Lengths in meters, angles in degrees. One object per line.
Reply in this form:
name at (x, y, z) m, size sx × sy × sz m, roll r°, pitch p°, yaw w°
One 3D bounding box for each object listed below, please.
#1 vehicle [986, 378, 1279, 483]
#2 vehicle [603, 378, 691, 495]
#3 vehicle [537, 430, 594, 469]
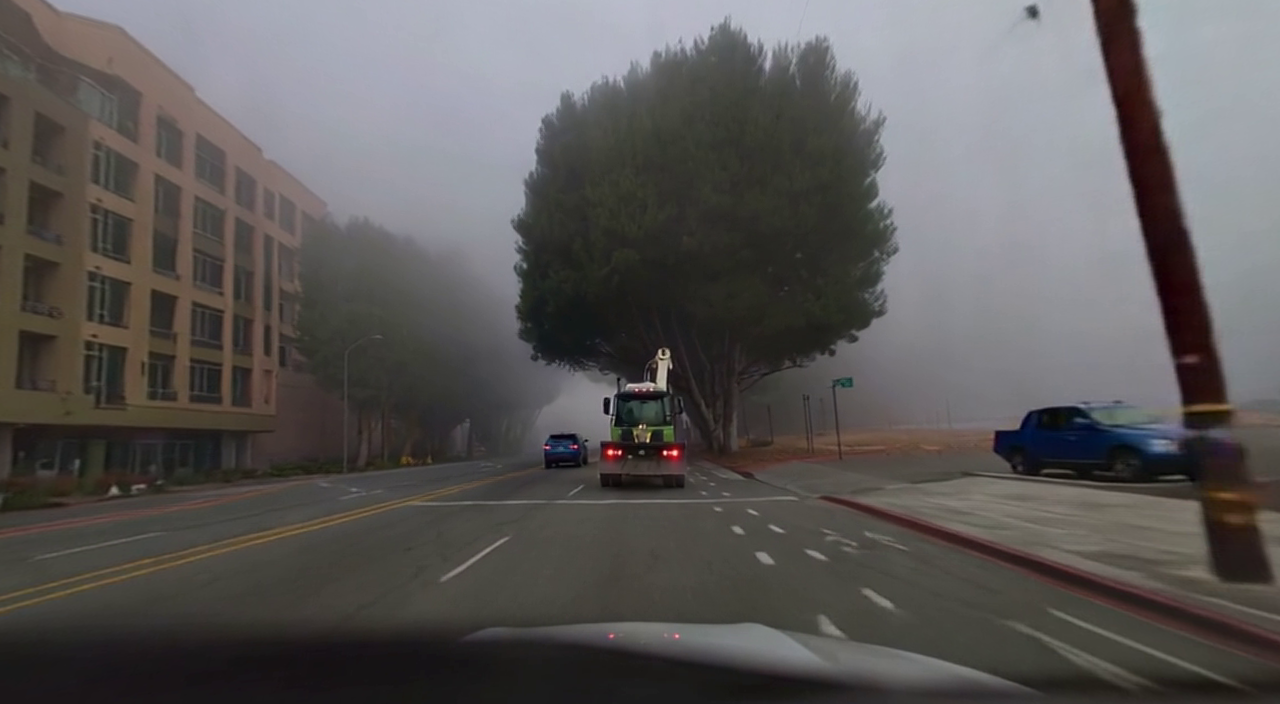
vehicle at (10.190, 1.707, 13.568) m, size 2.186 × 1.783 × 4.716 m, roll -1°, pitch -8°, yaw -10°
vehicle at (0.080, 3.286, 24.567) m, size 2.552 × 3.461 × 11.044 m, roll -1°, pitch -8°, yaw -1°
vehicle at (-3.431, 4.601, 29.835) m, size 2.081 × 1.688 × 4.235 m, roll -1°, pitch -8°, yaw 1°
